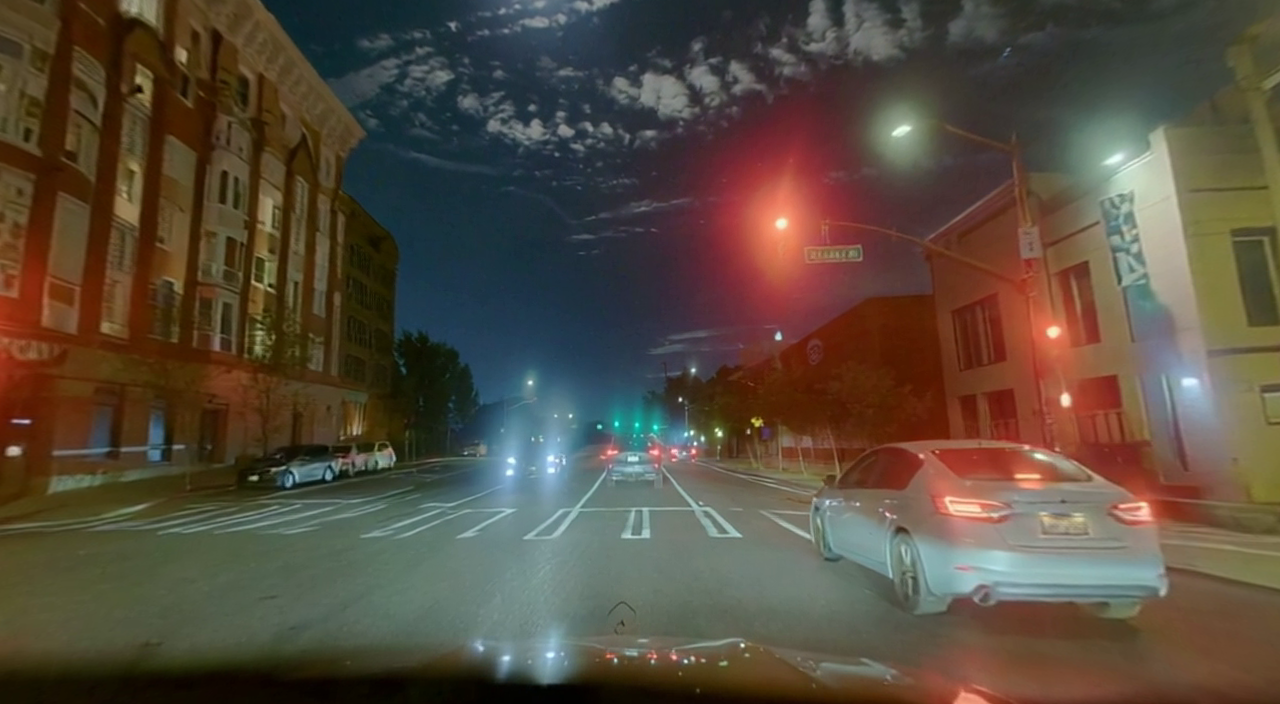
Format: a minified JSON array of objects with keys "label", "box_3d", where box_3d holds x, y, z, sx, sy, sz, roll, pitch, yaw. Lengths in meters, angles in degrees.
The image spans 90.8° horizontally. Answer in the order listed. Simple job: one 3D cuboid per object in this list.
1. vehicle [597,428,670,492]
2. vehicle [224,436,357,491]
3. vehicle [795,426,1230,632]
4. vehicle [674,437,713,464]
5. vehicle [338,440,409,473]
[{"label":"vehicle","box_3d":[-0.203,3.493,20.698,2.105,1.842,4.537,0,-8,0]},{"label":"vehicle","box_3d":[-14.210,4.543,26.241,2.191,2.011,5.556,-1,-8,2]},{"label":"vehicle","box_3d":[3.341,1.663,7.070,2.026,1.499,4.662,0,-8,0]},{"label":"vehicle","box_3d":[3.079,5.772,37.095,1.852,1.462,4.155,0,-8,-1]},{"label":"vehicle","box_3d":[-14.287,5.626,34.146,1.891,1.659,4.360,0,-8,0]}]
